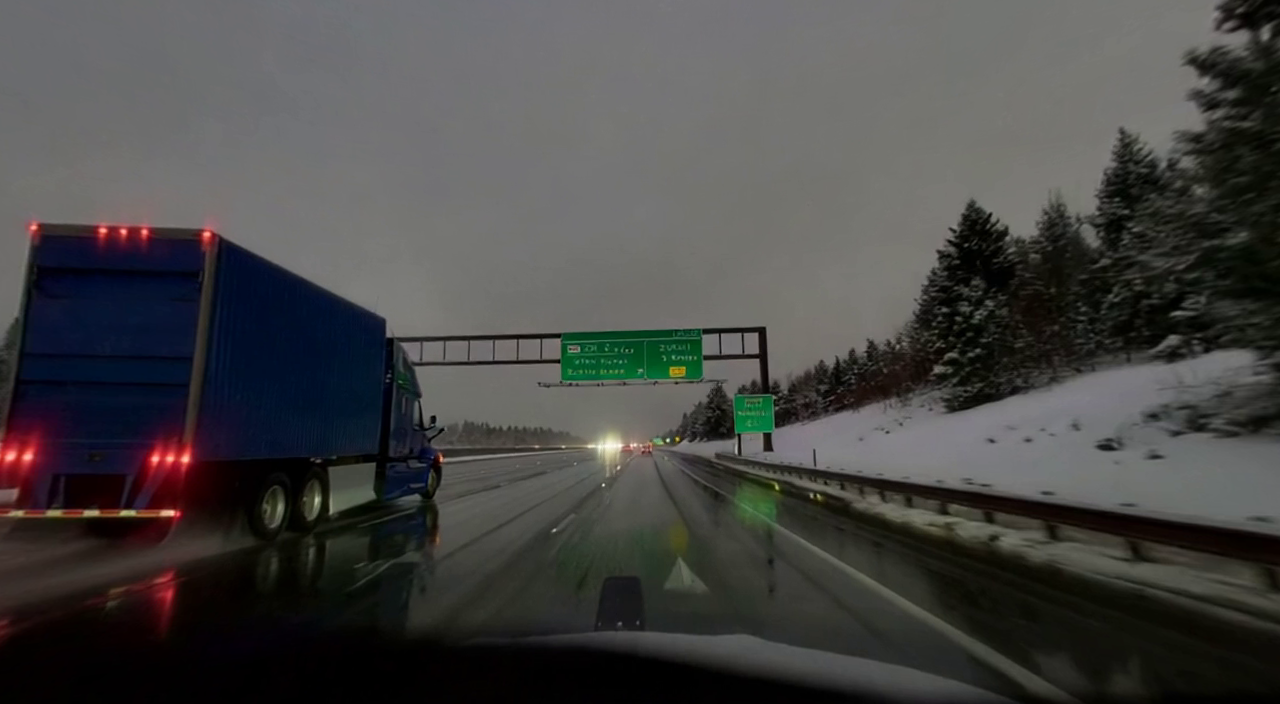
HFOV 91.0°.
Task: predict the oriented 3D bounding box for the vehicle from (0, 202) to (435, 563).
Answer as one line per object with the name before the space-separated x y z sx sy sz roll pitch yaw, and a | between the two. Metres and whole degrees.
vehicle | -6.773 0.893 11.162 2.996 3.947 8.600 0 -9 2
